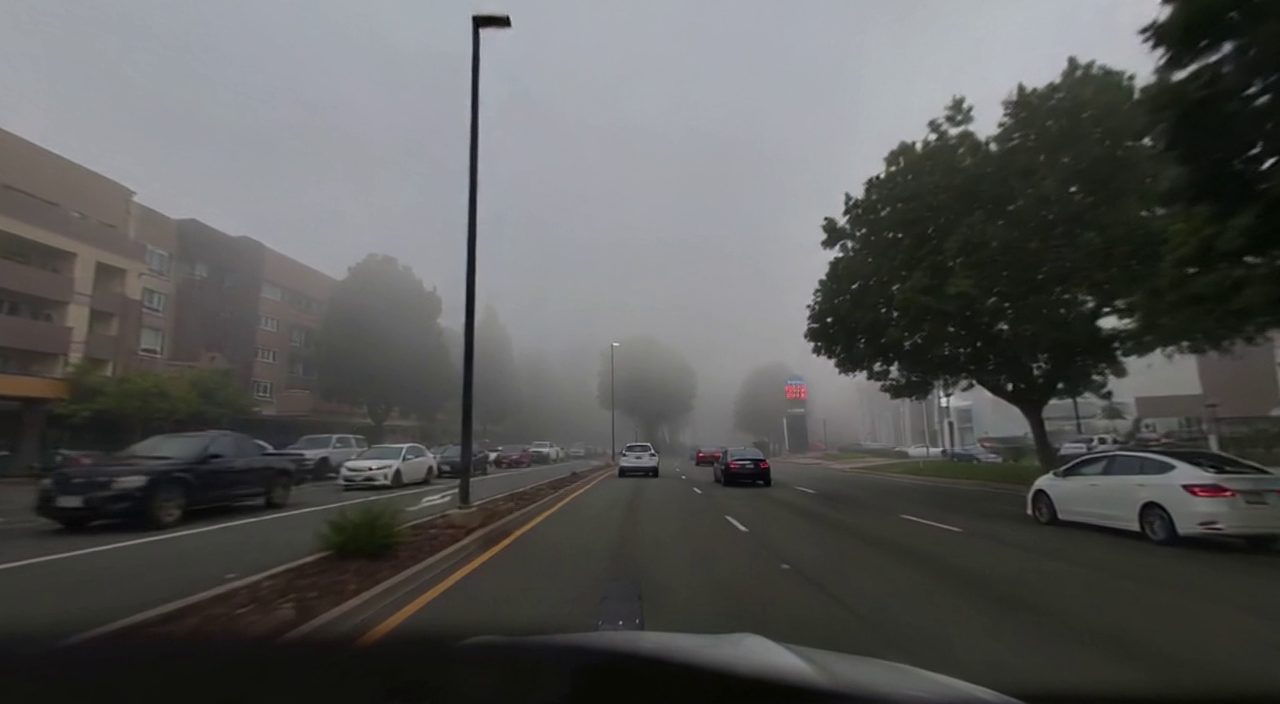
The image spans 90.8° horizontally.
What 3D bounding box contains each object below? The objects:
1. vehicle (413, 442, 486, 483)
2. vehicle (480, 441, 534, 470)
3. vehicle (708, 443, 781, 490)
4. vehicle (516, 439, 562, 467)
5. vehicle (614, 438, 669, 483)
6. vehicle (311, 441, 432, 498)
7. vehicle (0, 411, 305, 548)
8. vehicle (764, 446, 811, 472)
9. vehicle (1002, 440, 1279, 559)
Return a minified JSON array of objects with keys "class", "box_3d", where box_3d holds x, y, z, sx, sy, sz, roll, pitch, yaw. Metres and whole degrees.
[{"class":"vehicle","box_3d":[-8.623,4.998,29.066,1.953,1.647,4.401,-2,-8,1]},{"class":"vehicle","box_3d":[-8.318,6.530,39.956,2.183,1.706,4.862,-1,-9,2]},{"class":"vehicle","box_3d":[3.561,3.965,22.260,1.852,1.498,3.825,0,-8,-1]},{"class":"vehicle","box_3d":[-7.684,7.767,48.693,2.460,1.970,5.271,-1,-9,3]},{"class":"vehicle","box_3d":[0.103,4.436,26.053,2.101,1.694,3.979,0,-8,1]},{"class":"vehicle","box_3d":[-8.428,3.691,20.318,2.076,1.595,4.110,-1,-8,1]},{"class":"vehicle","box_3d":[-8.511,2.173,11.245,2.362,1.825,4.988,-2,-9,0]},{"class":"vehicle","box_3d":[8.966,6.544,38.851,1.860,1.475,4.488,0,-9,1]},{"class":"vehicle","box_3d":[8.163,2.180,10.191,1.909,1.456,4.569,0,-8,0]}]
